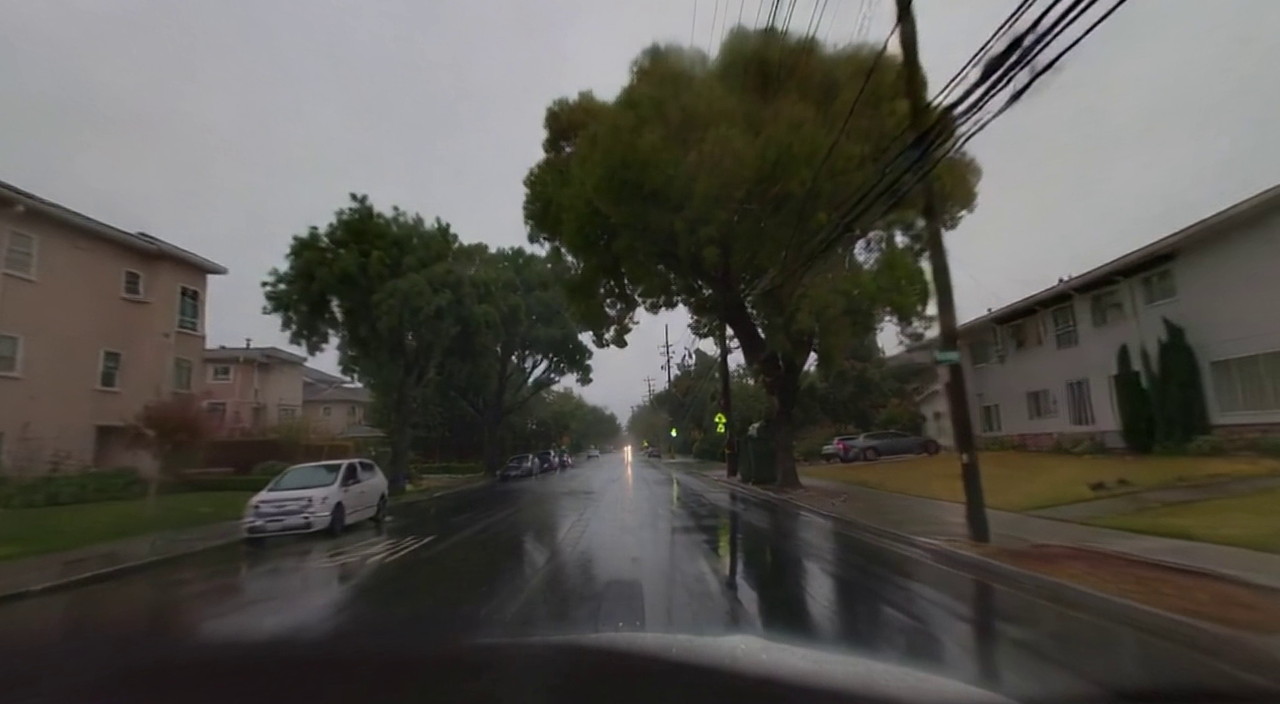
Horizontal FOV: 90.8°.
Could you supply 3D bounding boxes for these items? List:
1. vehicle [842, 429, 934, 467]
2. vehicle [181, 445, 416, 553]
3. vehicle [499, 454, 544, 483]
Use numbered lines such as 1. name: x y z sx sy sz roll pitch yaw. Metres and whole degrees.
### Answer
1. vehicle: 13.258 5.146 33.839 4.145 1.767 1.880 -9 -10 29
2. vehicle: -6.801 2.933 13.498 2.162 1.757 5.201 -2 -9 -1
3. vehicle: -7.193 7.078 38.764 2.041 1.587 3.920 -2 -9 0
